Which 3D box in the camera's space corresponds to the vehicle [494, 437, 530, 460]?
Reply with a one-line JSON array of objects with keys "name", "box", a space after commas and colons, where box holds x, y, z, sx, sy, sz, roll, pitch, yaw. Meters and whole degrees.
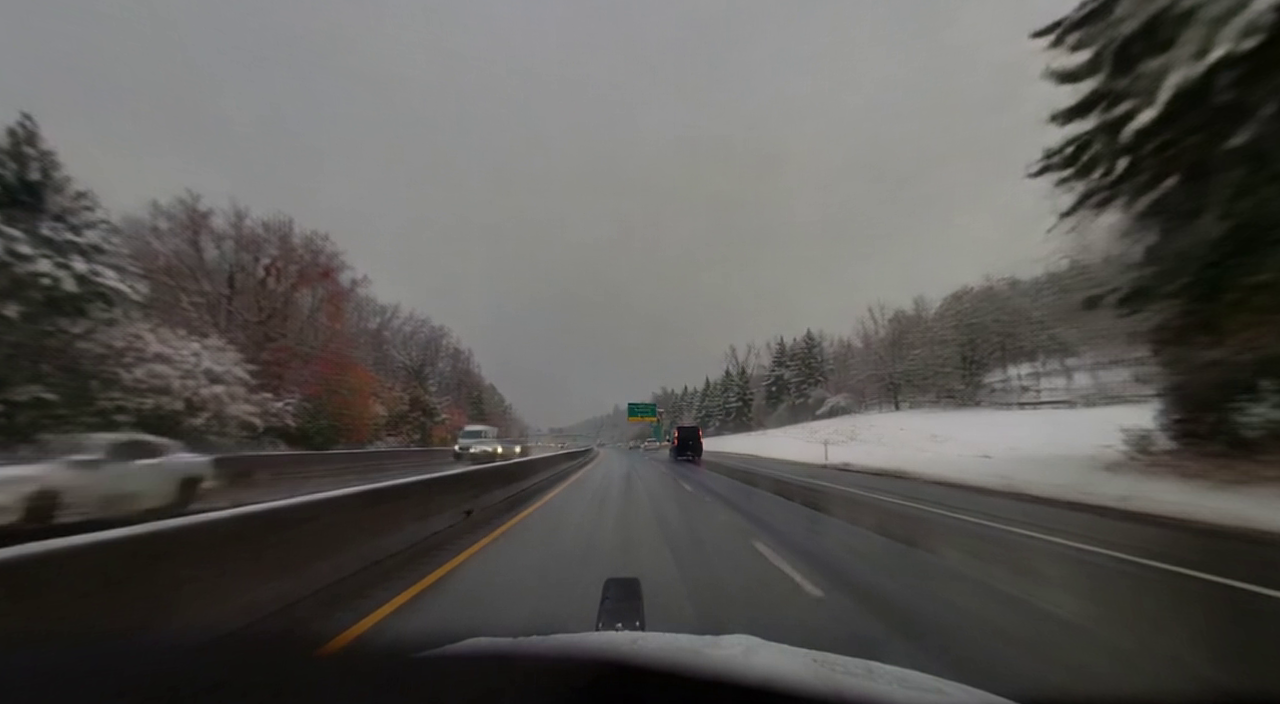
[{"name": "vehicle", "box": [-9.025, 6.853, 44.727, 1.797, 1.509, 3.905, 1, -8, -1]}]

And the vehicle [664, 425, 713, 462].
[{"name": "vehicle", "box": [2.868, 5.603, 38.591, 2.393, 2.072, 4.958, 1, -8, -2]}]

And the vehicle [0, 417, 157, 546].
[{"name": "vehicle", "box": [-8.419, 1.568, 7.797, 1.784, 1.501, 3.916, 1, -8, -1]}]
